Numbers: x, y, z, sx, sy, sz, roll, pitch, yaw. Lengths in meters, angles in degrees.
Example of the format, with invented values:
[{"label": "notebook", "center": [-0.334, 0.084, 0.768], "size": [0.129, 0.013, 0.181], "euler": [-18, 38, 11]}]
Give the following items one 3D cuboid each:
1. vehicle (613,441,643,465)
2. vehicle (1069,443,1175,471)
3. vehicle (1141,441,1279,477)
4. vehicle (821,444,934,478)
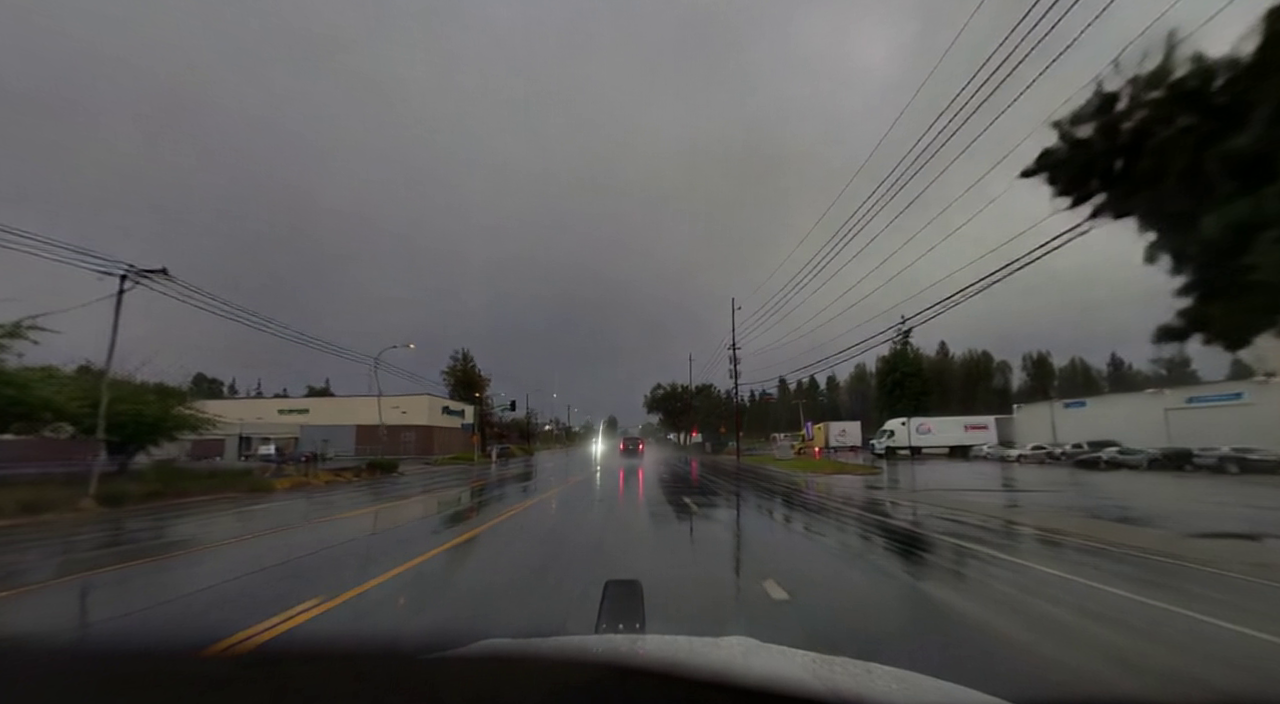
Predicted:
[{"label": "vehicle", "center": [-0.814, 6.901, 43.271], "size": [1.937, 1.588, 3.746], "euler": [0, -8, 0]}, {"label": "vehicle", "center": [25.756, 5.601, 33.867], "size": [4.134, 1.441, 1.836], "euler": [-1, -8, 2]}, {"label": "vehicle", "center": [25.739, 4.784, 28.409], "size": [4.625, 1.484, 1.997], "euler": [0, -8, 1]}, {"label": "vehicle", "center": [11.716, 5.385, 31.382], "size": [4.758, 1.496, 1.871], "euler": [-1, -8, -1]}]
